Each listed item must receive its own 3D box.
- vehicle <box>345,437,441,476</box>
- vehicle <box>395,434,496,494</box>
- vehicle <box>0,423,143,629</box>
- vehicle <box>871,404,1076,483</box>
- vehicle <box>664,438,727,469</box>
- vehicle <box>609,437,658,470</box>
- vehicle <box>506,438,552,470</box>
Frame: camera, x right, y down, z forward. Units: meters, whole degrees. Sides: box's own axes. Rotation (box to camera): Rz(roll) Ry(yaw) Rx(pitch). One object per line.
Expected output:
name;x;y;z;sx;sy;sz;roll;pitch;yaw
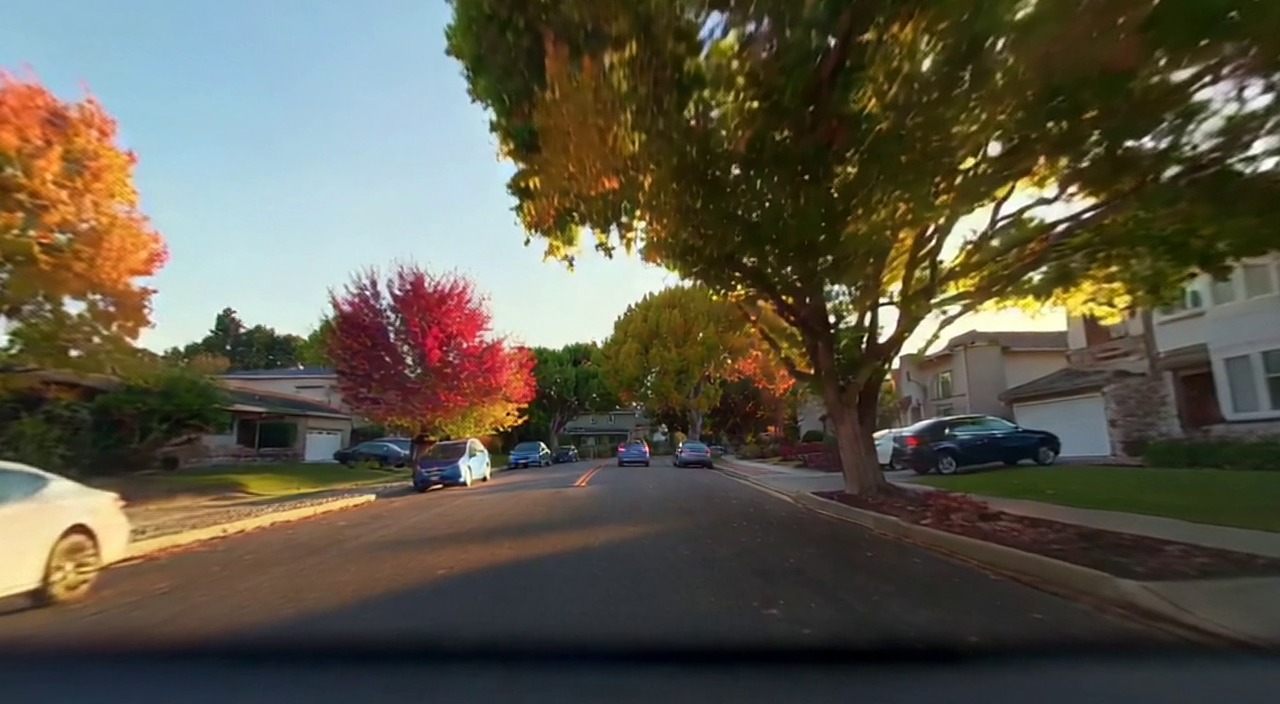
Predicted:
vehicle;-13.244;5.598;34.071;4.461;1.717;1.936;-3;-6;-5
vehicle;-6.722;3.872;22.465;2.254;1.773;4.795;-2;-7;-2
vehicle;-6.190;1.394;4.637;2.007;1.662;3.951;-2;-7;-3
vehicle;9.705;2.685;18.658;4.813;1.914;2.041;-3;-9;-5
vehicle;2.816;5.304;33.157;2.429;1.502;4.474;1;-9;-7
vehicle;-0.372;4.929;30.682;2.192;1.474;4.192;1;-9;-3
vehicle;-7.090;6.568;40.852;2.235;1.851;4.662;-2;-9;-1
